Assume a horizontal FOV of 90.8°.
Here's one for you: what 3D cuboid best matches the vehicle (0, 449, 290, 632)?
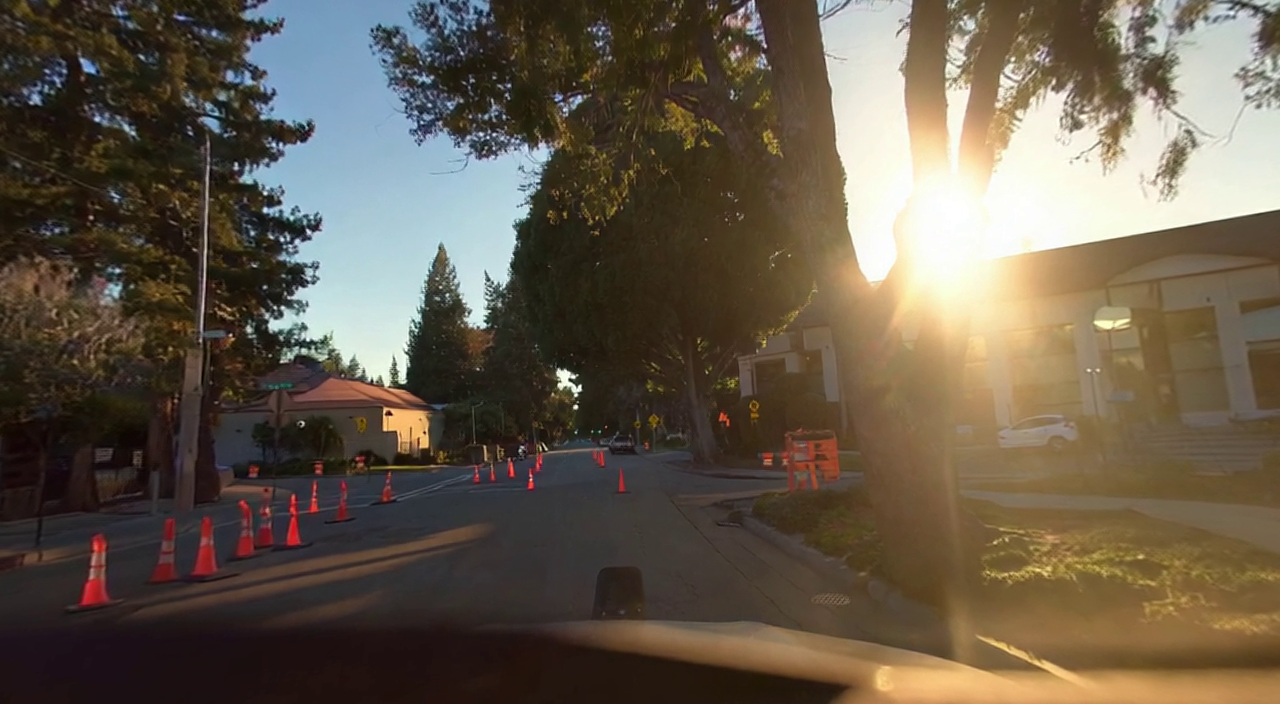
[{"bbox_3d":[-7.621,2.029,7.595,2.961,1.701,7.563,1,-9,-4],"label":"vehicle"}]
